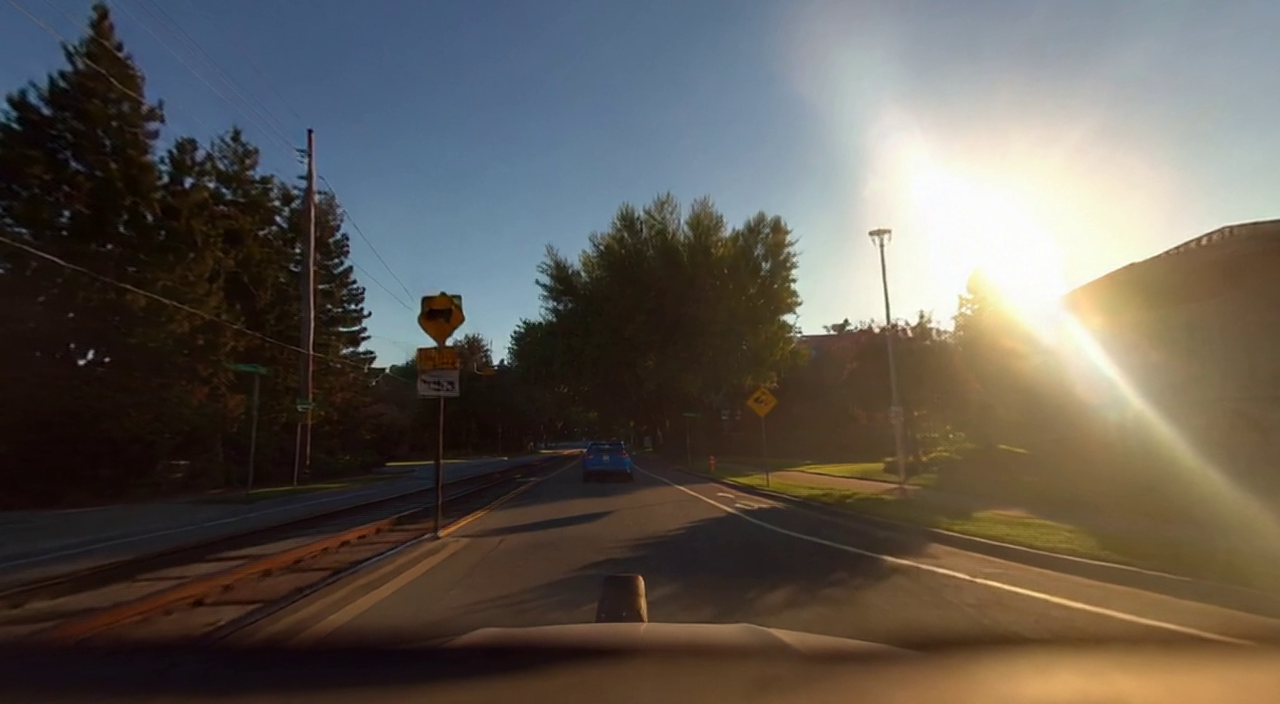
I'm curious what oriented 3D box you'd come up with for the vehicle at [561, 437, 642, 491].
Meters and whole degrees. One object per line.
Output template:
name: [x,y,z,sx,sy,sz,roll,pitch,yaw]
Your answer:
vehicle: [-1.202,3.498,20.103,2.295,1.510,4.364,0,-8,-3]
